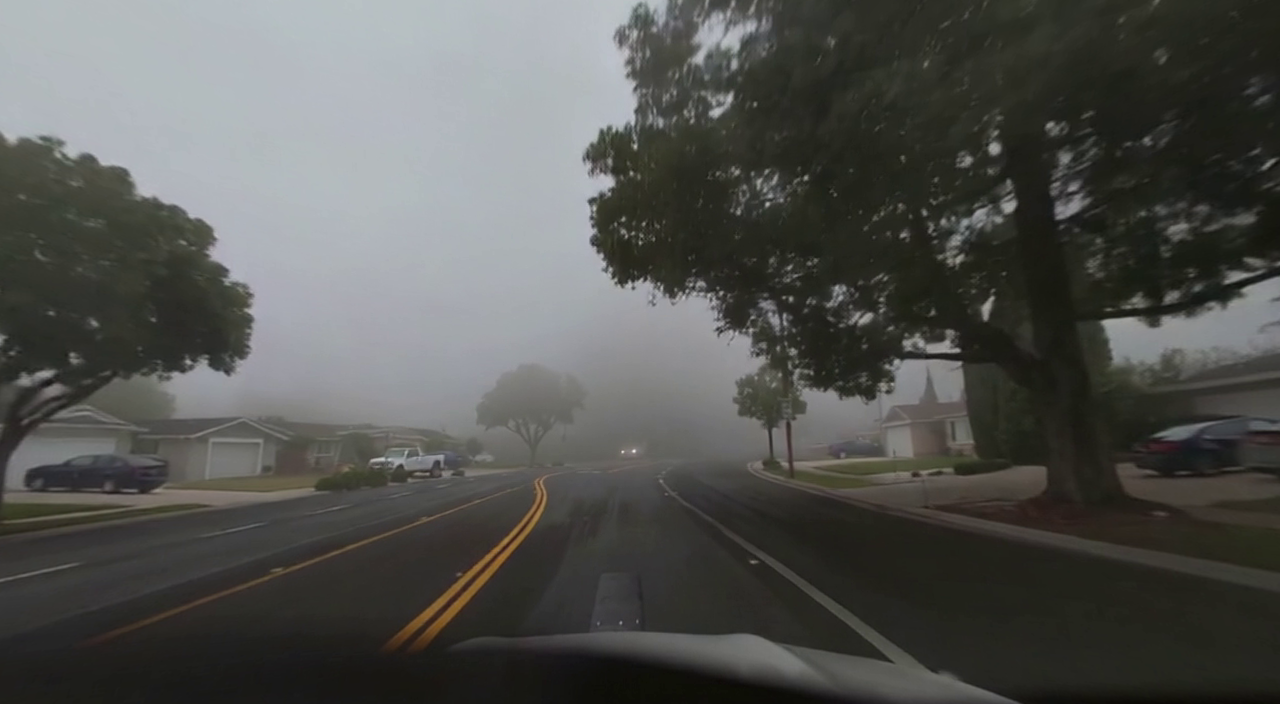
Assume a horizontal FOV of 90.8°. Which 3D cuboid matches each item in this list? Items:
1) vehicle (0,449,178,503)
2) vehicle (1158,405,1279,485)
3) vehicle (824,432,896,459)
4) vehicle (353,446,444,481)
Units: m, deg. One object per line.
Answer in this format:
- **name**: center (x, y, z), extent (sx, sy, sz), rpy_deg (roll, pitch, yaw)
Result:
- **vehicle**: center (-20.688, 4.558, 23.512), extent (5.166, 1.847, 2.049), rpy_deg (0, -9, -5)
- **vehicle**: center (15.108, 2.161, 14.756), extent (4.069, 1.751, 1.899), rpy_deg (-3, -9, 12)
- **vehicle**: center (17.258, 7.385, 49.795), extent (5.073, 1.729, 2.161), rpy_deg (-6, -11, 16)
- **vehicle**: center (-14.810, 6.878, 39.368), extent (2.418, 1.969, 6.615), rpy_deg (-2, -9, 7)
